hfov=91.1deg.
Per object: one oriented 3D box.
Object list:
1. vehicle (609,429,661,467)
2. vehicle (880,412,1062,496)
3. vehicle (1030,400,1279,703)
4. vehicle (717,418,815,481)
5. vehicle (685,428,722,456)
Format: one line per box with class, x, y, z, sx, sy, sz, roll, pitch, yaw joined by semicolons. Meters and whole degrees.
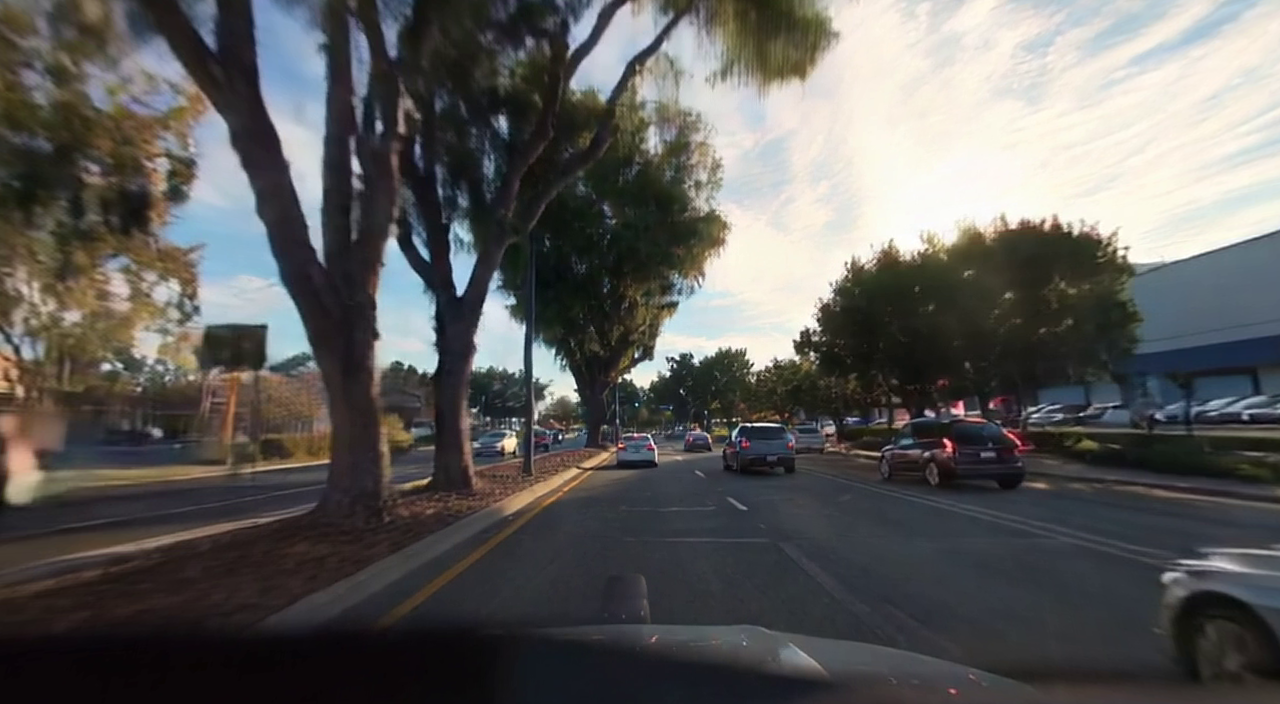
vehicle;-0.181;4.215;27.620;2.111;1.506;4.018;0;-8;0
vehicle;7.651;2.415;15.146;2.008;1.714;4.407;0;-8;1
vehicle;3.451;0.819;1.609;2.010;1.490;4.639;0;-8;2
vehicle;3.739;2.987;19.445;2.130;1.718;4.310;0;-8;0
vehicle;4.092;5.887;41.100;1.982;1.709;4.427;0;-8;0
